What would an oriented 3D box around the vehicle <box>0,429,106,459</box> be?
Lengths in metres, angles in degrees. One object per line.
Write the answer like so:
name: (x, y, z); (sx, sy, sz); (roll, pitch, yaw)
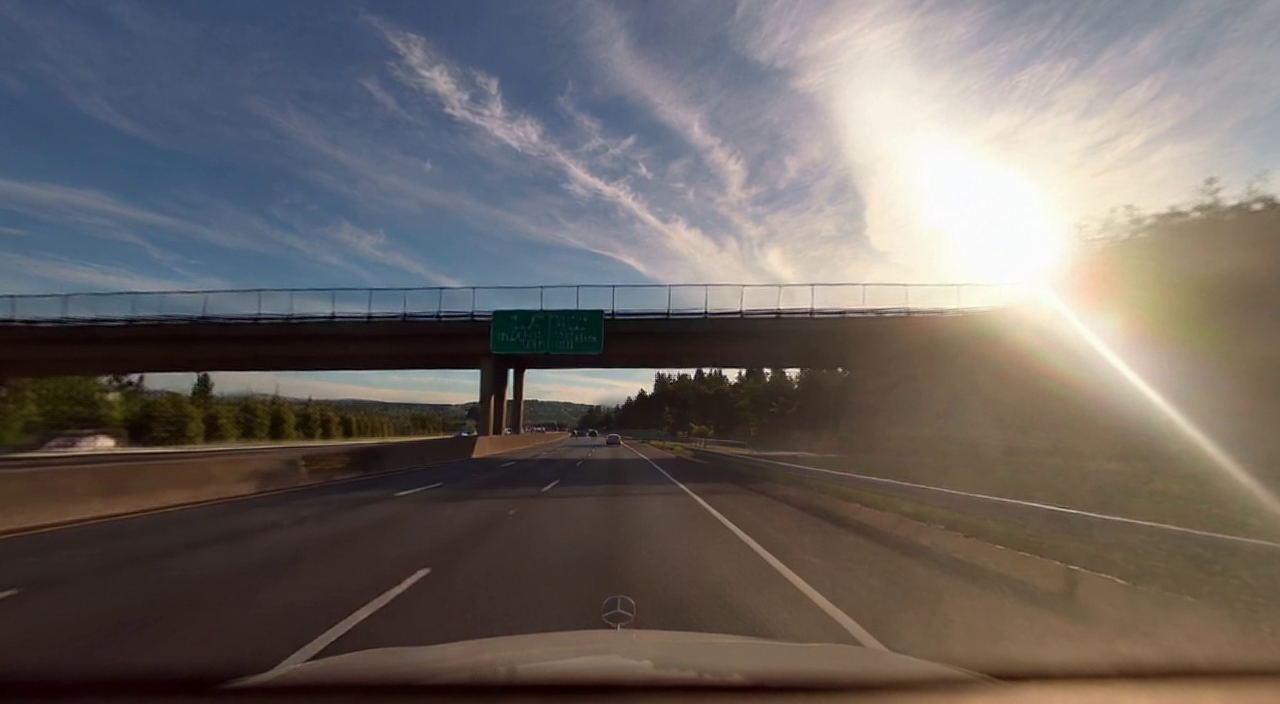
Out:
vehicle: (-30.988, 4.857, 33.303); (1.793, 1.458, 4.137); (0, -8, -2)
